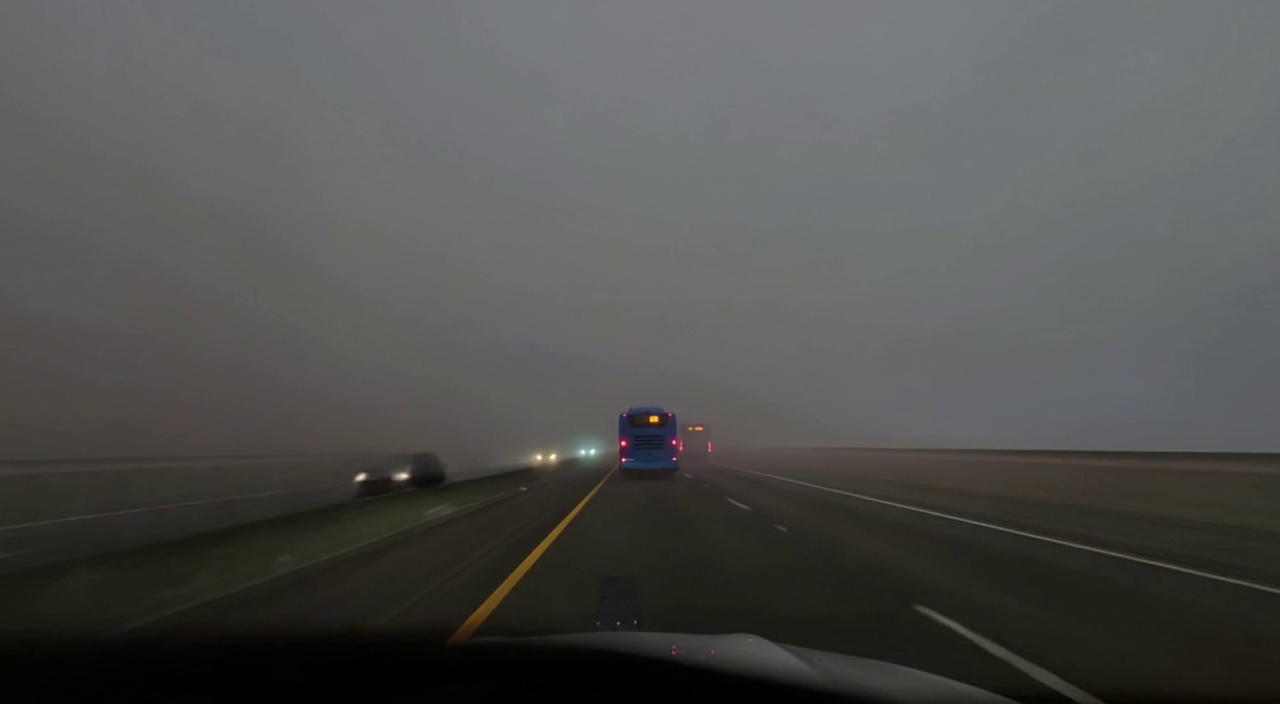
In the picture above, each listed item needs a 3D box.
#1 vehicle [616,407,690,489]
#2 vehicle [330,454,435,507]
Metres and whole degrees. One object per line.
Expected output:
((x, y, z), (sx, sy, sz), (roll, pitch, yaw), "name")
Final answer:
((0.369, 3.613, 23.680), (2.414, 2.675, 5.574), (0, -9, -1), "vehicle")
((-8.579, 4.275, 21.301), (1.867, 1.536, 3.985), (-1, -9, 0), "vehicle")
